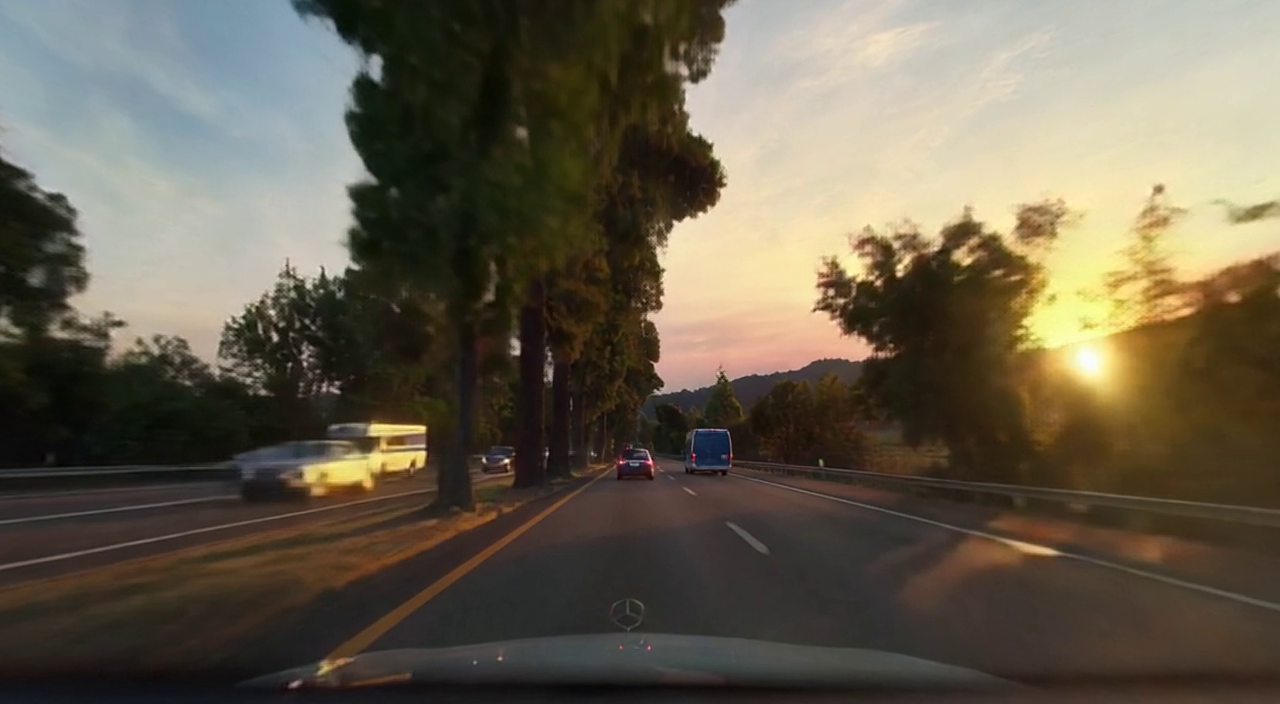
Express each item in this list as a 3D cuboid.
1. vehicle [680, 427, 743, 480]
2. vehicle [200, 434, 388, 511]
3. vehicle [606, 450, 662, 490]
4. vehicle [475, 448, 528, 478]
[{"bbox_3d":[3.725,5.492,34.225,2.513,2.633,5.930,0,-9,-2],"label":"vehicle"},{"bbox_3d":[-7.503,2.644,14.210,1.911,1.461,3.984,0,-9,1],"label":"vehicle"},{"bbox_3d":[-0.246,4.614,24.976,2.037,1.417,3.885,0,-9,0],"label":"vehicle"},{"bbox_3d":[-7.505,6.054,34.656,1.926,1.492,4.272,0,-9,0],"label":"vehicle"}]
